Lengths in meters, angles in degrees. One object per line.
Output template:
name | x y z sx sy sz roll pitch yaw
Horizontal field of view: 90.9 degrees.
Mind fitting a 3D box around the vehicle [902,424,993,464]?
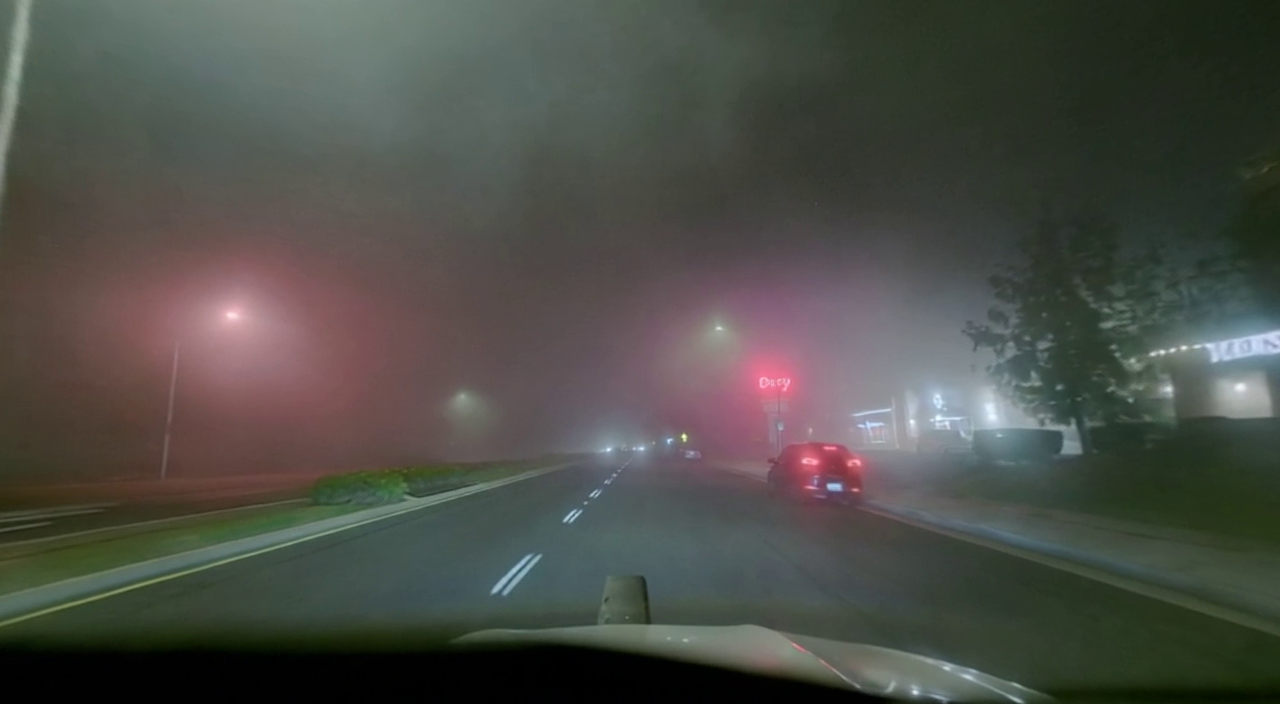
vehicle | 14.973 4.544 31.081 2.202 1.822 4.978 -1 -8 3

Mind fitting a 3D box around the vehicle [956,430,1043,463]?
vehicle | 17.752 4.696 31.374 1.953 1.488 4.129 0 -8 1

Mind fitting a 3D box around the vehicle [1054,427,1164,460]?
vehicle | 23.054 4.552 31.261 1.940 1.510 4.595 0 -8 0

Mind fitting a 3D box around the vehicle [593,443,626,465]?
vehicle | -2.235 7.626 47.429 2.176 1.543 4.335 0 -8 1

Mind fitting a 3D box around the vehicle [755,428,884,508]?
vehicle | 4.435 2.933 16.438 2.067 1.755 4.616 0 -8 1
